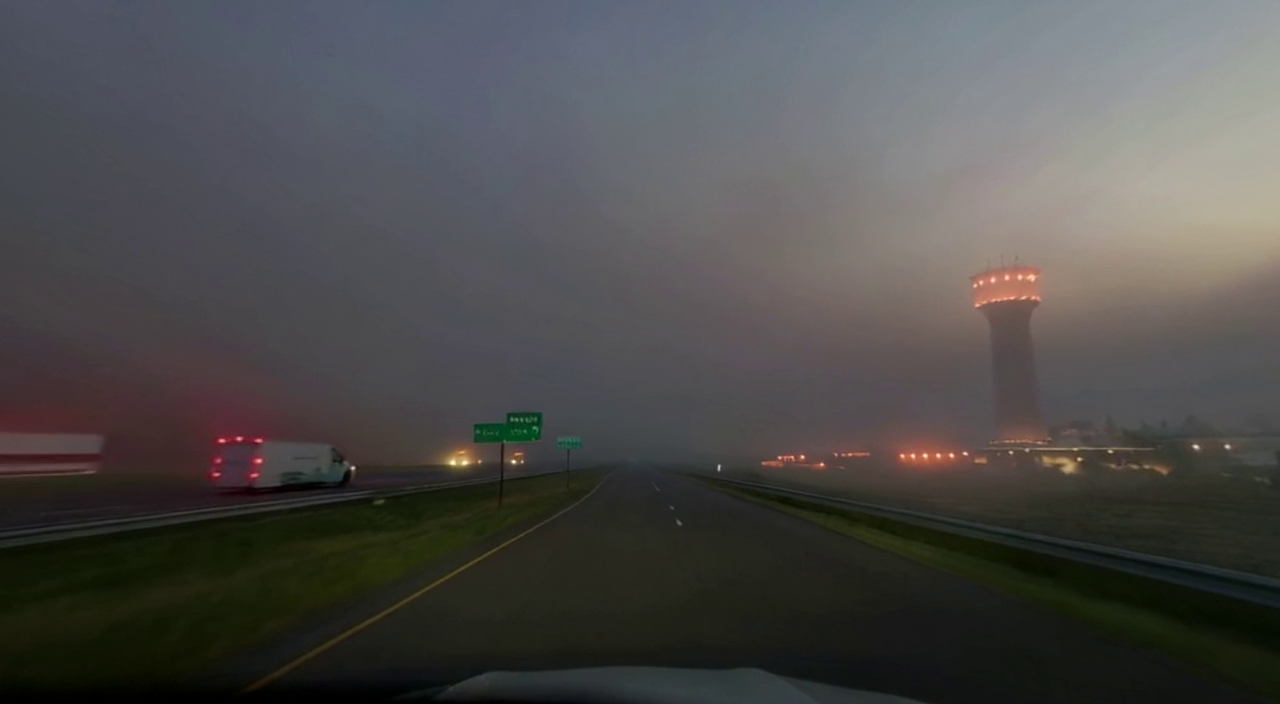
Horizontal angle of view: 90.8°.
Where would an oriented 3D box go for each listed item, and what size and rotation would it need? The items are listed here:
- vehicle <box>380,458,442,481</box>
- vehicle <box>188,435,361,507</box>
[{"bbox_3d":[-16.754,8.609,46.463,2.230,1.503,4.692,-2,-9,9],"label":"vehicle"},{"bbox_3d":[-15.721,5.167,28.056,2.344,2.702,7.709,-1,-9,7],"label":"vehicle"}]
